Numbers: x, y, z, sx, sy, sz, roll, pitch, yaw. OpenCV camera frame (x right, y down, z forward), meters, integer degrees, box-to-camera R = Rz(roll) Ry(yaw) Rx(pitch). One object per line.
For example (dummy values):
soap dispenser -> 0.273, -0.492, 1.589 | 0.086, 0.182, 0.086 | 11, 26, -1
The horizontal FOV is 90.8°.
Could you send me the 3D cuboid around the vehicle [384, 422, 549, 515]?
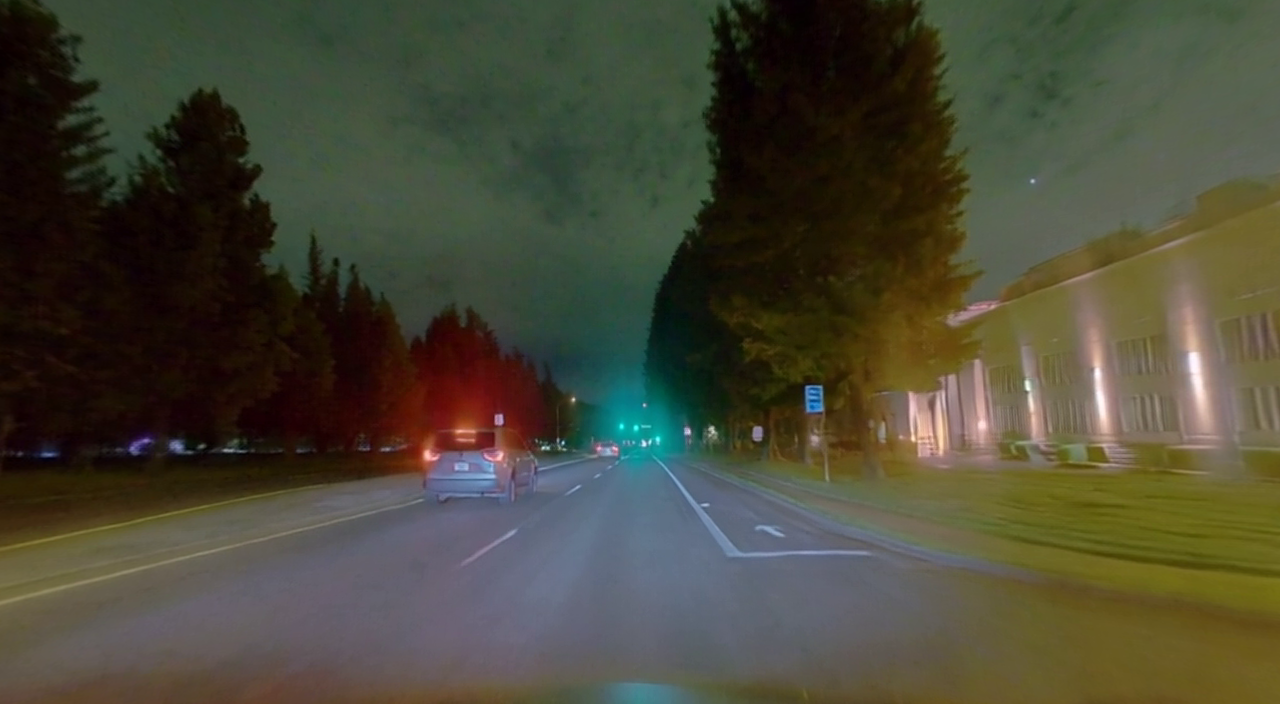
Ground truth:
vehicle -> -3.539, 2.484, 14.039 | 2.202, 1.685, 4.772 | 0, -8, 1
